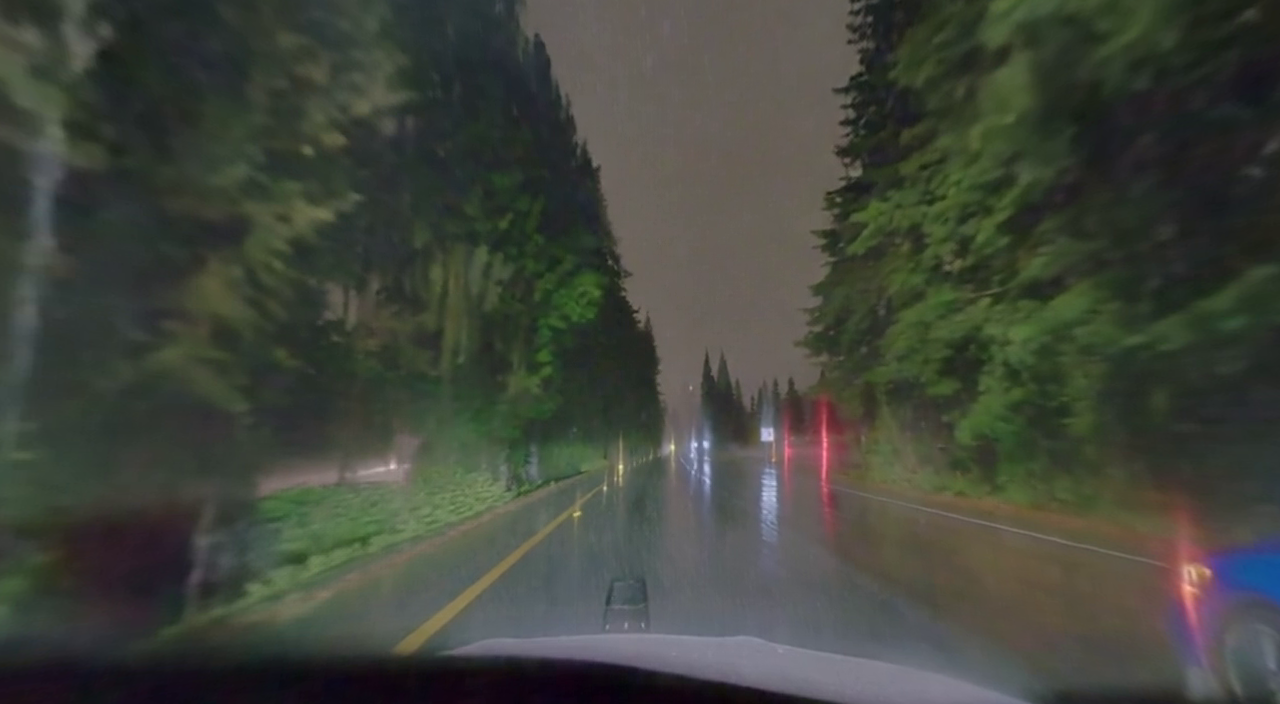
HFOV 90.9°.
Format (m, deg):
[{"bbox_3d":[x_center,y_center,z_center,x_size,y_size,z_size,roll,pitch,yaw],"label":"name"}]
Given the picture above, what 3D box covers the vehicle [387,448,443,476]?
[{"bbox_3d":[-15.475,7.602,43.728,2.010,1.801,4.777,0,-9,1],"label":"vehicle"}]
